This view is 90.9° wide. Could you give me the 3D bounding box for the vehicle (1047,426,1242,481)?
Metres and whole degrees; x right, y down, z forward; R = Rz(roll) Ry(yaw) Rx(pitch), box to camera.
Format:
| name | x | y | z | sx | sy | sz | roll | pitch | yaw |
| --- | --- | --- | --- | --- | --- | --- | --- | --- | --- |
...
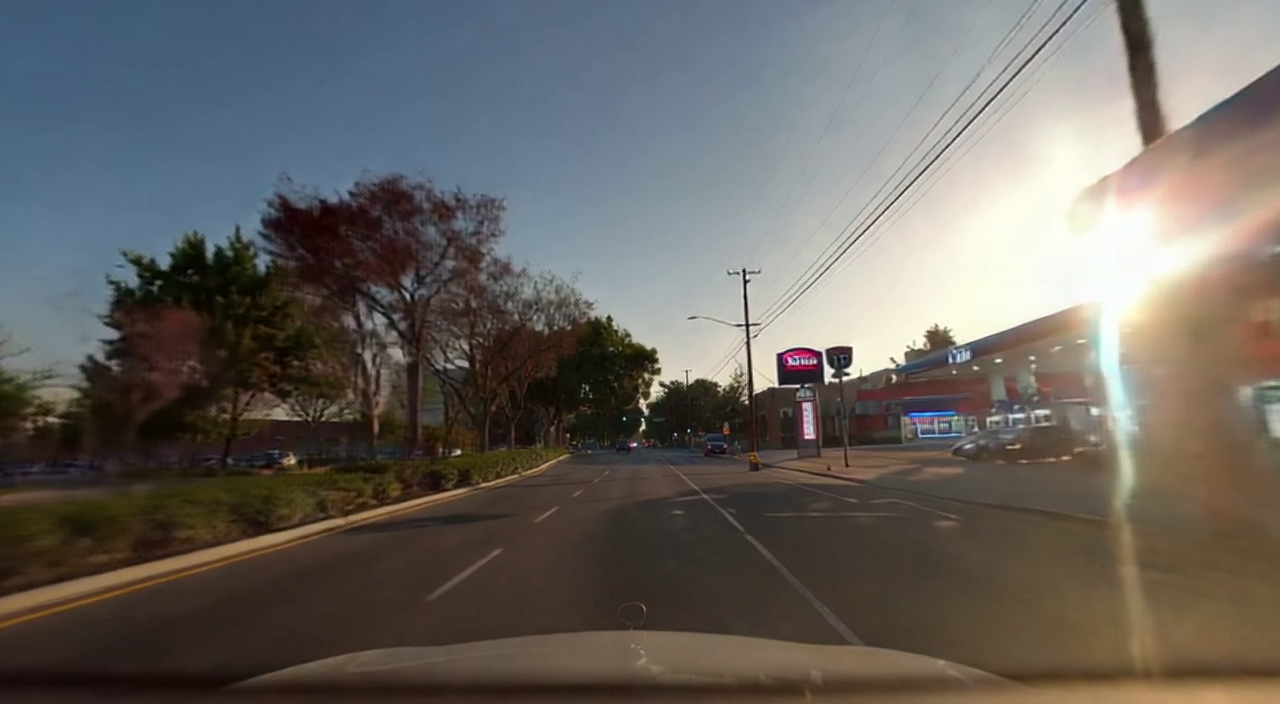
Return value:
| name | x | y | z | sx | sy | sz | roll | pitch | yaw |
| --- | --- | --- | --- | --- | --- | --- | --- | --- | --- |
| vehicle | 15.111 | 3.012 | 18.982 | 4.510 | 1.517 | 2.035 | 1 | -8 | -12 |
